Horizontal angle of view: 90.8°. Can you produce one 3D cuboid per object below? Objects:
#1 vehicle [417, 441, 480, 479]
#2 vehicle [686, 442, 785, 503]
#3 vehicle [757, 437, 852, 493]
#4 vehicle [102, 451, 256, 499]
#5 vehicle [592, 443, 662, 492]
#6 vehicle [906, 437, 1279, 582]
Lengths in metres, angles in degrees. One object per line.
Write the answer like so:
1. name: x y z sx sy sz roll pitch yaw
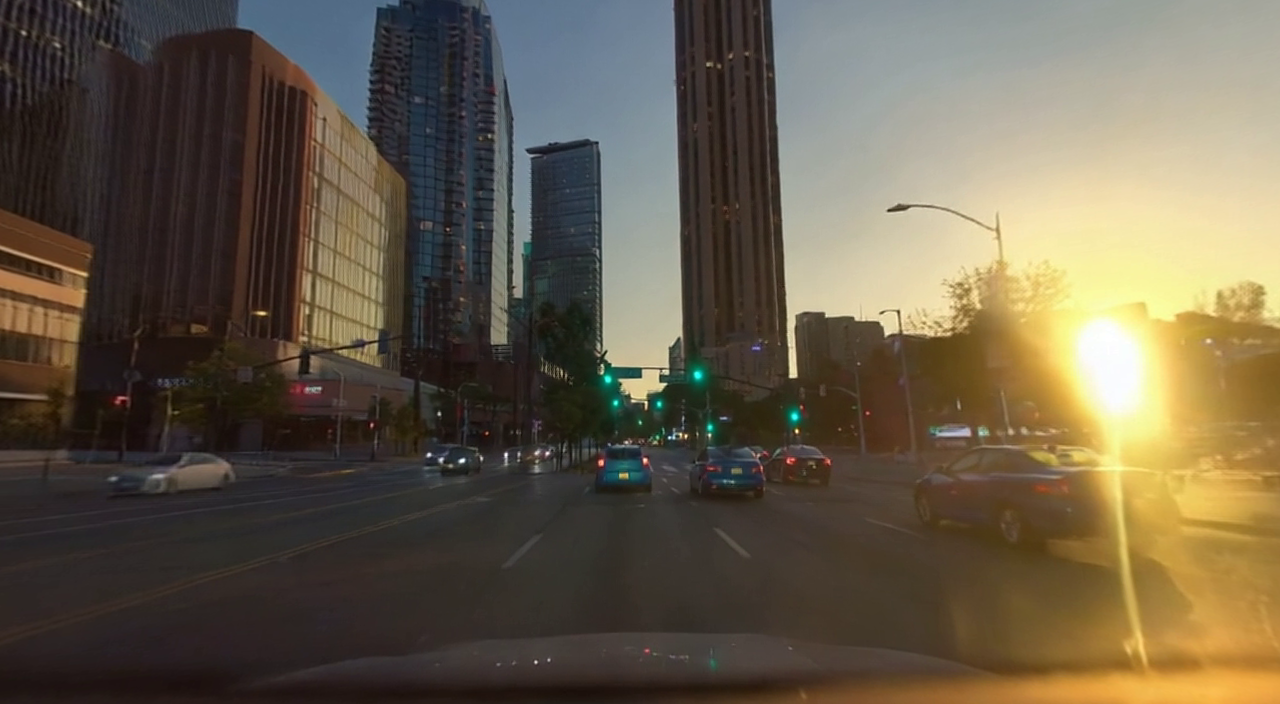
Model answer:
1. vehicle: -9.680 5.462 32.269 1.827 1.787 4.474 0 -9 -1
2. vehicle: 2.526 3.313 17.873 1.987 1.484 4.427 0 -9 -2
3. vehicle: 5.679 3.953 22.428 2.015 1.745 4.444 0 -9 -2
4. vehicle: -15.958 4.243 22.266 2.017 1.460 4.556 0 -9 -1
5. vehicle: -0.441 3.806 21.163 2.096 1.457 4.160 0 -9 -2
6. vehicle: 5.798 1.988 8.949 1.914 1.484 4.639 0 -9 -2
